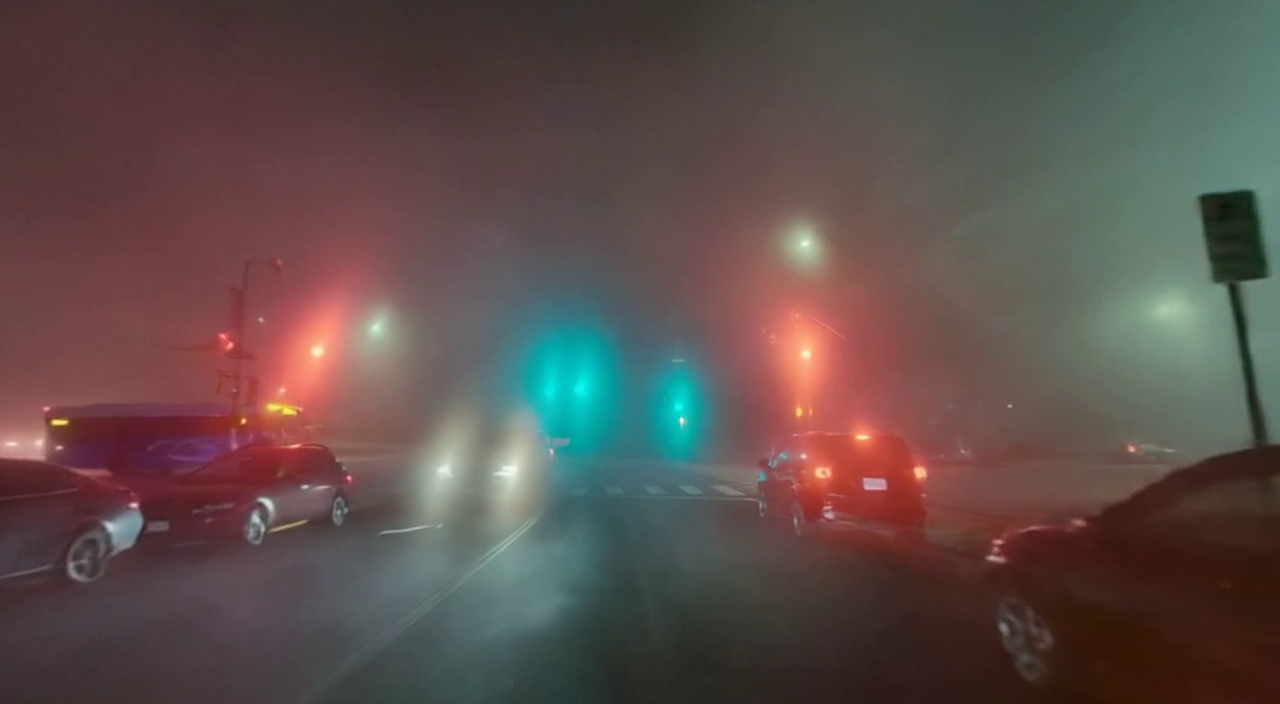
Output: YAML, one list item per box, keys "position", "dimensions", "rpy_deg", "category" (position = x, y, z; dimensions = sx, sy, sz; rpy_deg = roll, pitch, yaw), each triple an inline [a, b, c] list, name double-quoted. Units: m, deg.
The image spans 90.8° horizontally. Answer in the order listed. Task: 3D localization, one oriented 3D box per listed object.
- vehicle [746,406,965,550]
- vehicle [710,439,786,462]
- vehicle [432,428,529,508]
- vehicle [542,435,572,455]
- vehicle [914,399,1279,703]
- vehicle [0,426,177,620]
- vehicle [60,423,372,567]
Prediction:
- position: [3.328, 2.091, 11.016]
  dimensions: [2.052, 1.929, 4.747]
  rpy_deg: [0, -9, -1]
  category: "vehicle"
- position: [6.756, 6.224, 39.885]
  dimensions: [4.451, 1.422, 1.744]
  rpy_deg: [0, -9, -1]
  category: "vehicle"
- position: [-4.483, 3.093, 17.211]
  dimensions: [2.148, 1.818, 4.791]
  rpy_deg: [3, -10, -18]
  category: "vehicle"
- position: [-6.364, 7.219, 48.976]
  dimensions: [1.799, 1.468, 3.693]
  rpy_deg: [-1, -9, 0]
  category: "vehicle"
- position: [3.119, 0.919, 2.235]
  dimensions: [2.032, 1.474, 4.795]
  rpy_deg: [0, -9, -1]
  category: "vehicle"
- position: [-6.823, 1.596, 5.900]
  dimensions: [1.893, 1.758, 4.019]
  rpy_deg: [-1, -9, 0]
  category: "vehicle"
- position: [-6.766, 2.315, 11.024]
  dimensions: [2.132, 1.801, 4.885]
  rpy_deg: [-3, -9, -1]
  category: "vehicle"
